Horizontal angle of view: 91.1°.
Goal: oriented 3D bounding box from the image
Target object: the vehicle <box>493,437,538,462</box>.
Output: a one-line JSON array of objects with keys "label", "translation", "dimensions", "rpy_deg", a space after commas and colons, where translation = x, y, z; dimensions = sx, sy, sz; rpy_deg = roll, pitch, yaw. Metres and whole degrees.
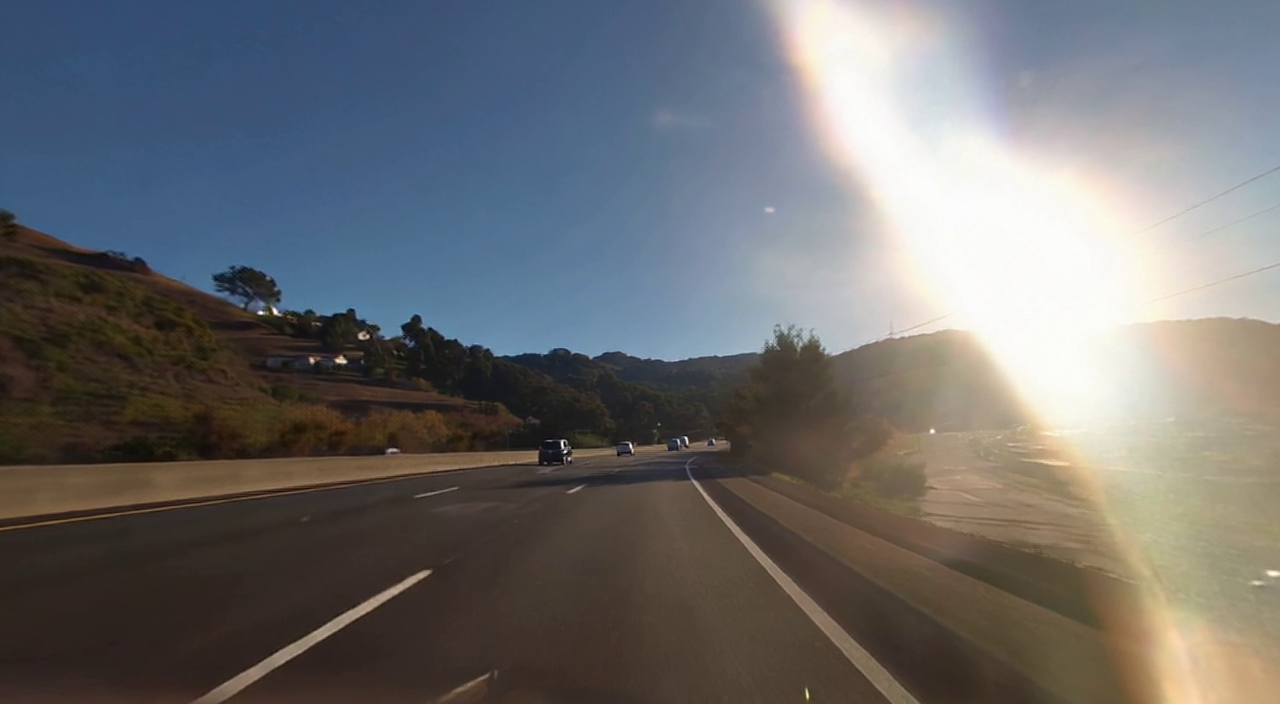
[{"label": "vehicle", "translation": [-9.119, 7.221, 46.458], "dimensions": [2.063, 1.743, 4.392], "rpy_deg": [-1, -9, 5]}]

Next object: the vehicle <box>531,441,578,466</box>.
[{"label": "vehicle", "translation": [-5.318, 6.377, 39.552], "dimensions": [2.010, 1.489, 4.456], "rpy_deg": [-1, -9, 4]}]
